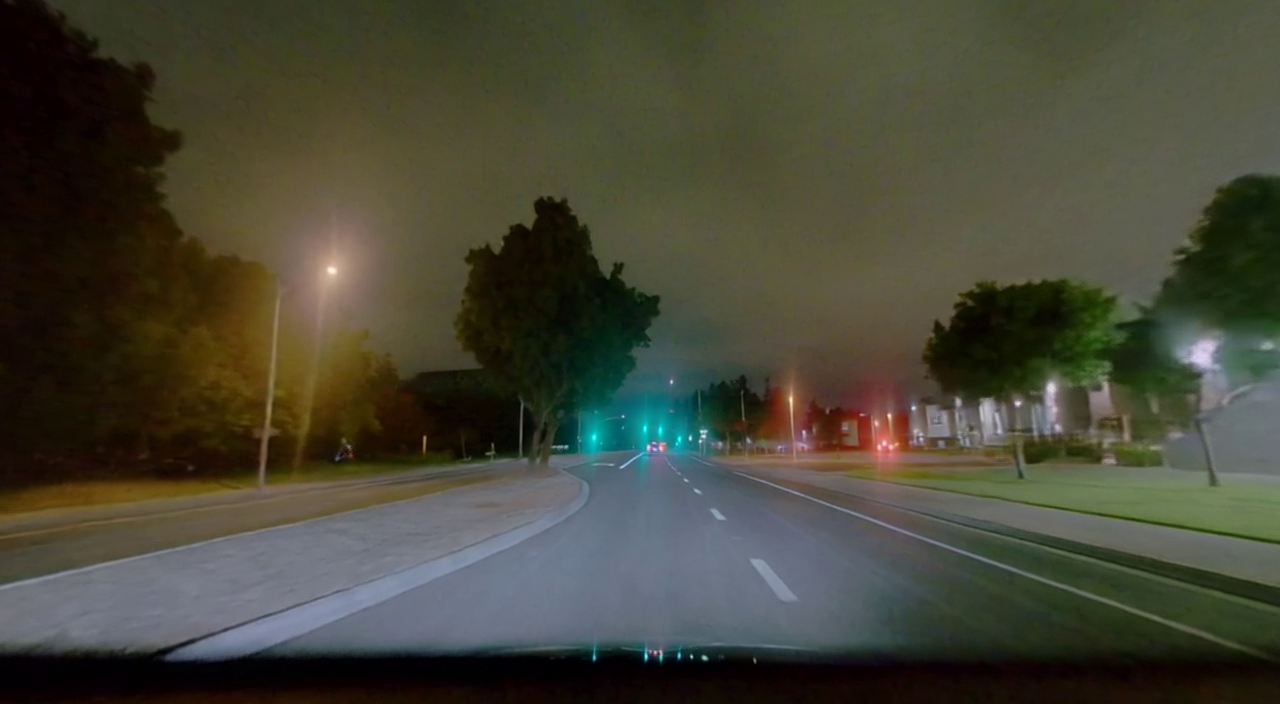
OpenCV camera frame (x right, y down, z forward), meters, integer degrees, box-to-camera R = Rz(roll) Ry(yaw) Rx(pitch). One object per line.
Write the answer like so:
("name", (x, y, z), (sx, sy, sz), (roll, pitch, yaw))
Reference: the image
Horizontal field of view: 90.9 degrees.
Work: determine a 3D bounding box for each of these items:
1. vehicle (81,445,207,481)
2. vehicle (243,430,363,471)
("vehicle", (-22.782, 5.071, 29.073), (4.140, 1.556, 1.995), (0, -8, 2))
("vehicle", (-22.668, 6.648, 42.689), (6.364, 2.595, 2.828), (1, -9, -2))
